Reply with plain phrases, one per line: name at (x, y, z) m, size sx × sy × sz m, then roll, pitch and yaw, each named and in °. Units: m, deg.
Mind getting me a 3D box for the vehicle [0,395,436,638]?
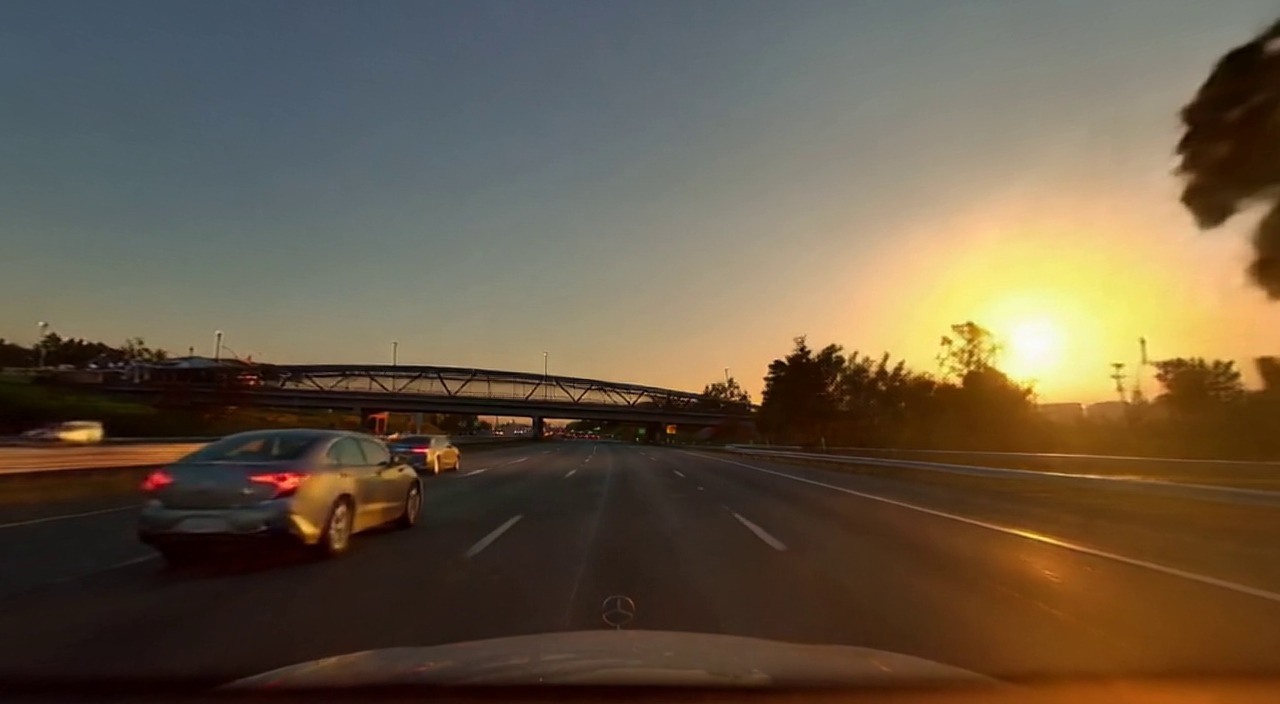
vehicle at (-4.014, 1.421, 6.668) m, size 2.123 × 1.601 × 4.887 m, roll 0°, pitch -8°, yaw -1°
